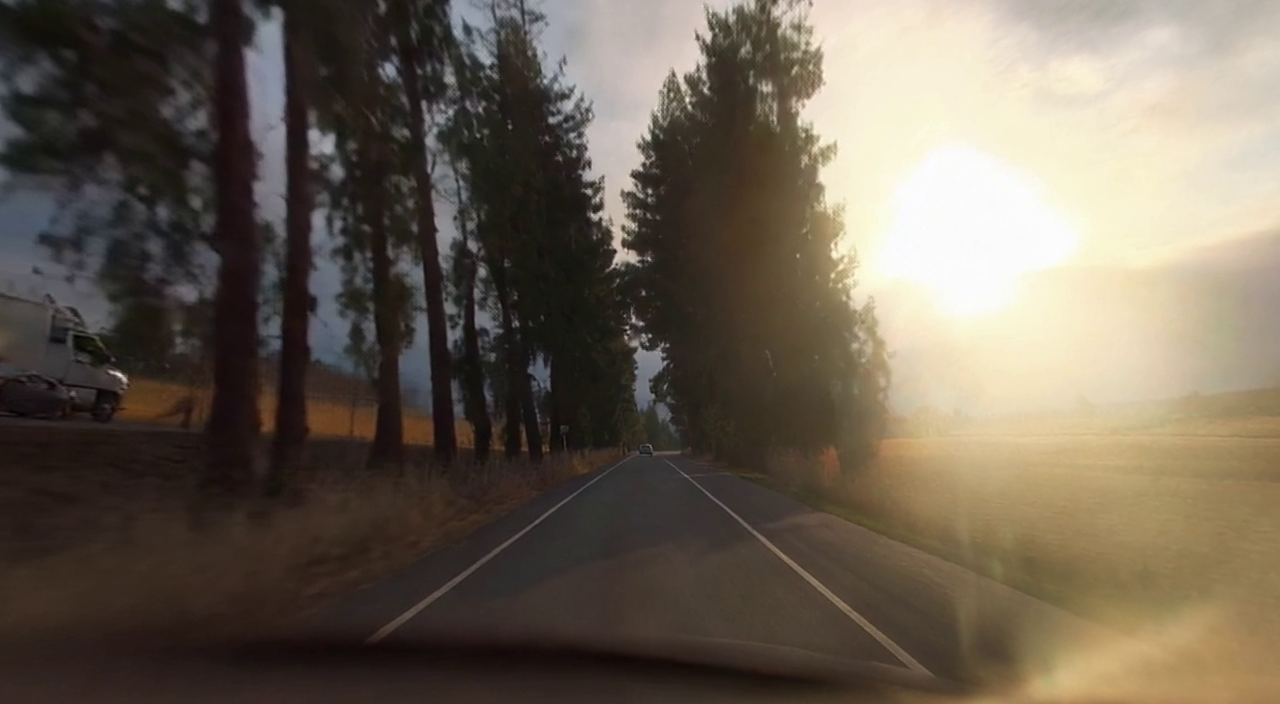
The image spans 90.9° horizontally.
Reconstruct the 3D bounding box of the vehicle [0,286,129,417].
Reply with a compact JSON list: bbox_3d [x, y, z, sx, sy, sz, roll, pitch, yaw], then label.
[{"bbox_3d":[-24.054,-0.730,18.613,3.314,4.163,16.558,-1,-10,3],"label":"vehicle"}]

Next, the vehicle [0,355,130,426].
[{"bbox_3d":[-19.725,1.295,20.018,2.339,1.956,5.312,-1,-8,4],"label":"vehicle"}]
